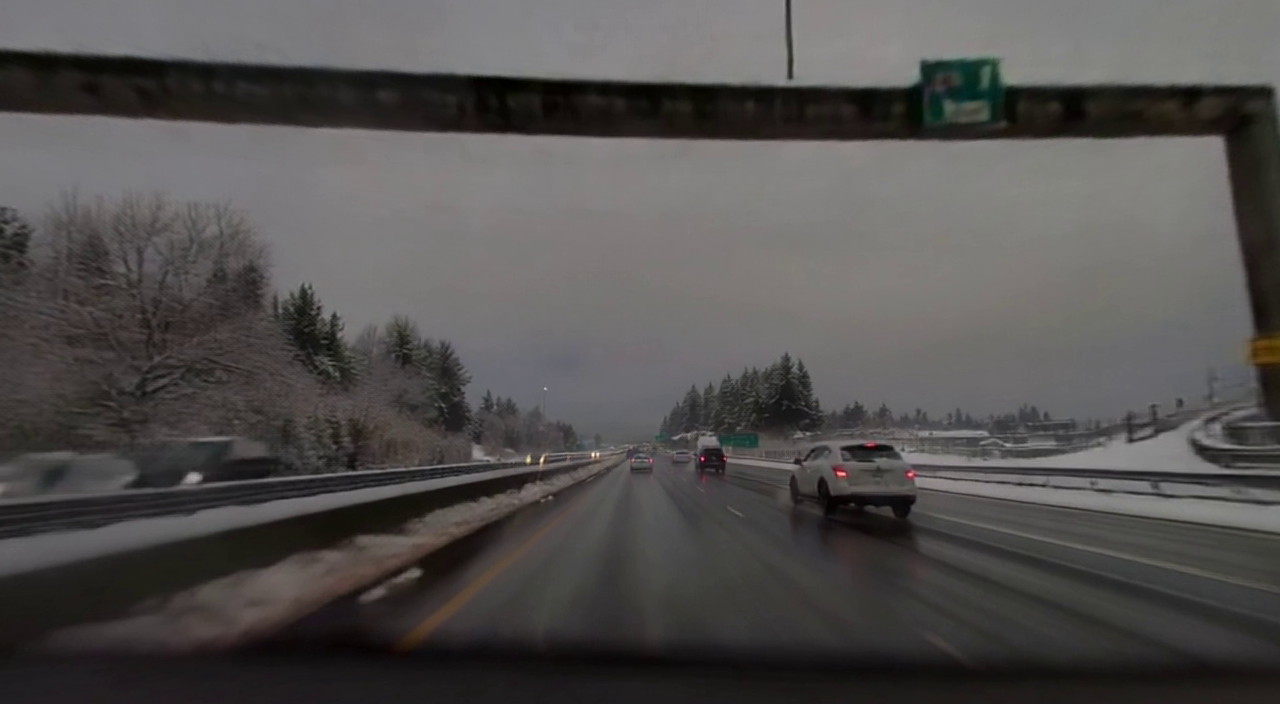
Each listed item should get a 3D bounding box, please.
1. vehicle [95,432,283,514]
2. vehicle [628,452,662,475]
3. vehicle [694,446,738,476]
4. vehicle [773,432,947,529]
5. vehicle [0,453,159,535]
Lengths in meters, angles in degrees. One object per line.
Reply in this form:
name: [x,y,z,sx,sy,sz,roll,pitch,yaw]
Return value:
vehicle: [-15.992,4.305,22.969,2.507,2.577,5.744,0,-9,0]
vehicle: [0.310,6.913,39.274,2.012,1.320,3.777,0,-9,1]
vehicle: [4.282,6.221,36.177,1.935,1.594,3.981,0,-9,-1]
vehicle: [4.267,2.571,13.127,1.969,1.639,4.472,0,-9,0]
vehicle: [-15.905,3.673,16.902,2.024,1.869,4.992,0,-9,0]
